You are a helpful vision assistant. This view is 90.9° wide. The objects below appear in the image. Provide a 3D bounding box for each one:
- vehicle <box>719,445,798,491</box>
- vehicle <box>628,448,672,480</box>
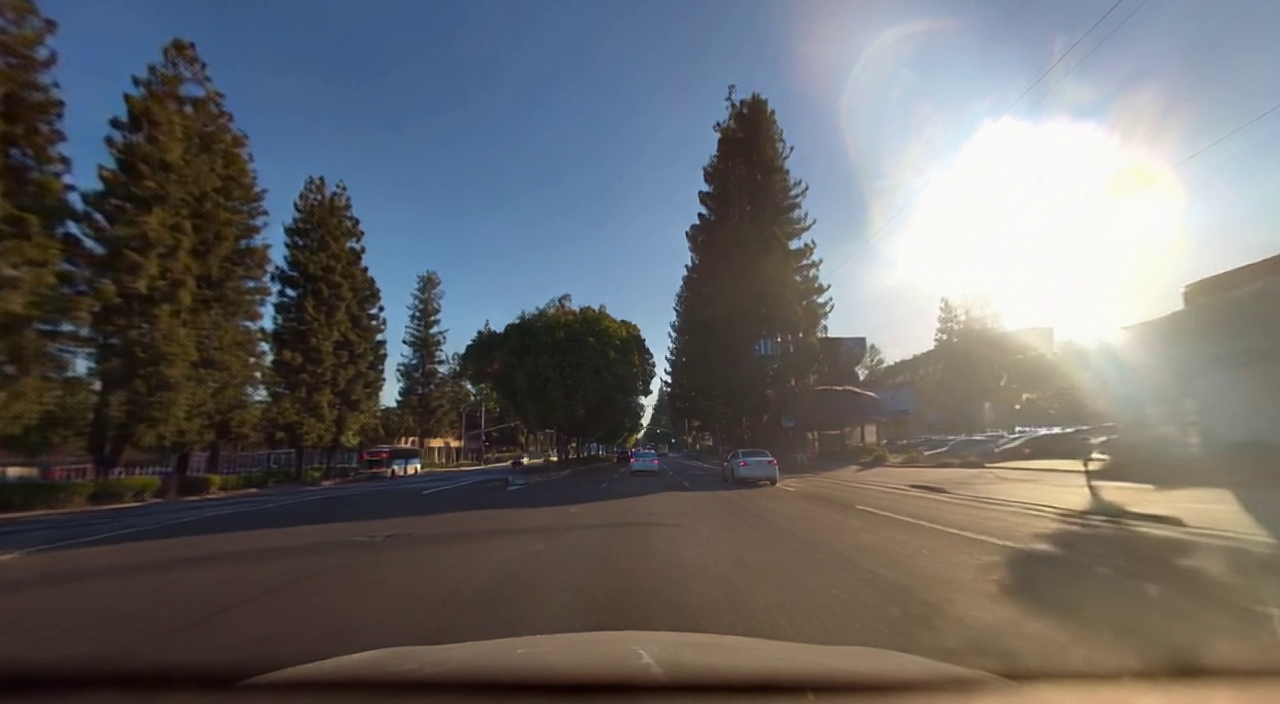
[{"bbox_3d":[4.236,4.231,23.300,2.067,1.497,4.327,0,-9,0],"label":"vehicle"},{"bbox_3d":[0.465,5.792,32.884,2.144,1.505,4.128,0,-9,0],"label":"vehicle"}]
